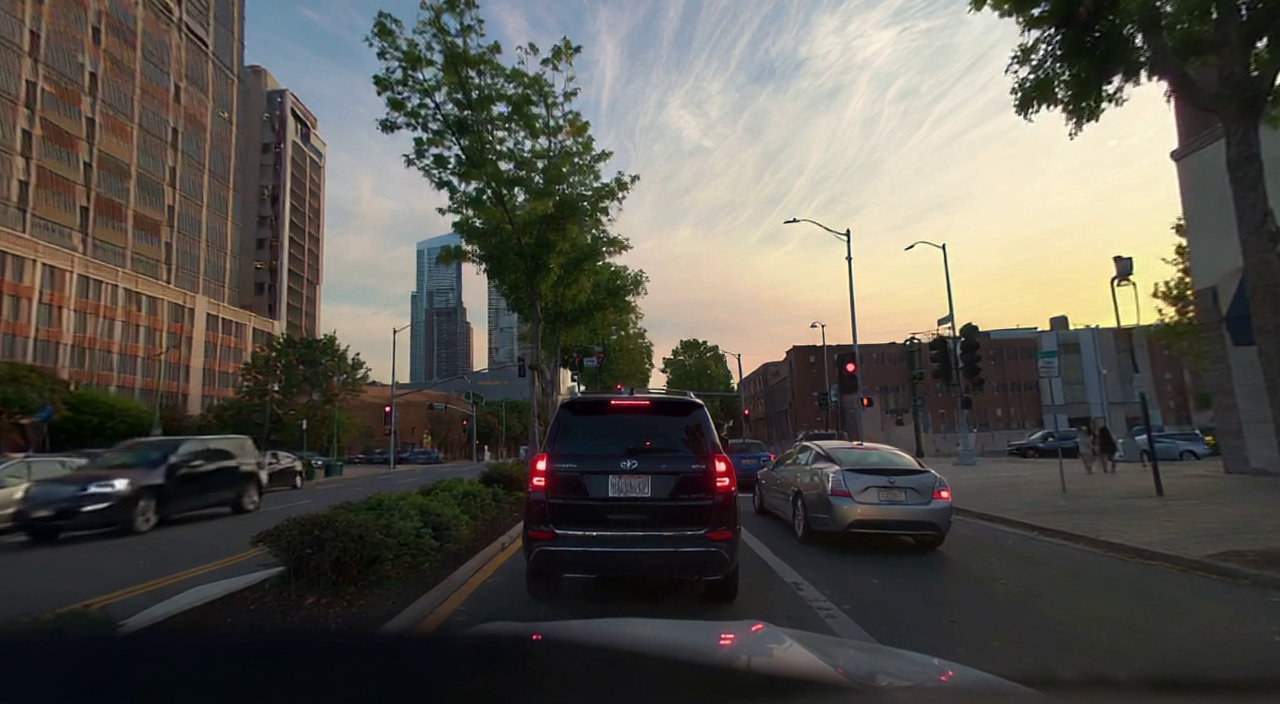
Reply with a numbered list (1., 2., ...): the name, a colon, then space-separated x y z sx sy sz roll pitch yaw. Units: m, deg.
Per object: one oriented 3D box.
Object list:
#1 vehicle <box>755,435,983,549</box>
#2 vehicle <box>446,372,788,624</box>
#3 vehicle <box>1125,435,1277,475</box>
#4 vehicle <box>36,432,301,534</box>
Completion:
1. vehicle: 3.290 2.086 10.087 2.056 1.422 4.130 0 -8 -1
2. vehicle: -0.158 1.364 6.765 2.453 1.816 4.300 0 -8 0
3. vehicle: 22.127 4.058 24.994 4.055 1.469 1.848 -4 -9 26
4. vehicle: -9.202 2.547 12.885 2.054 1.722 4.292 0 -8 0
